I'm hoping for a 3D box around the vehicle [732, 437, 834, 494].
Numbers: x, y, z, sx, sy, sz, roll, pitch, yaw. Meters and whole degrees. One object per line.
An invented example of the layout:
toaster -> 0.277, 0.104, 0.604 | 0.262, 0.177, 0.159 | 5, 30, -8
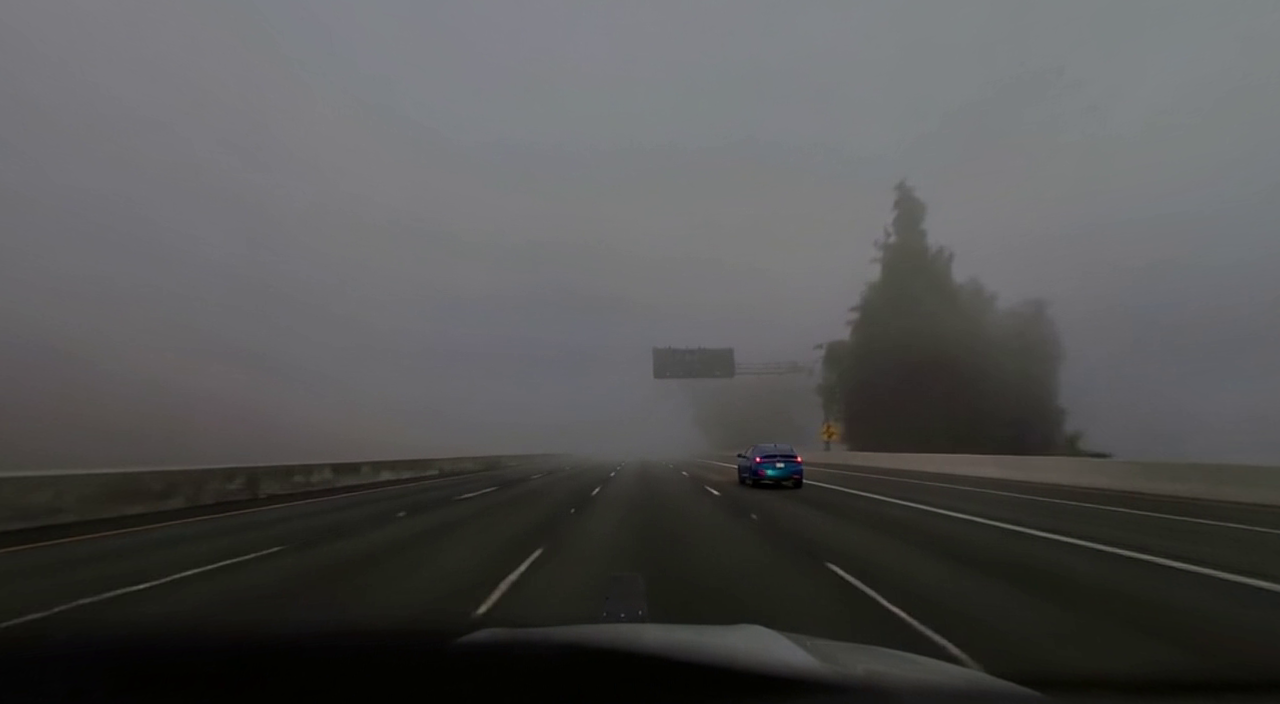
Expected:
vehicle -> 4.165, 3.387, 19.148 | 2.033, 1.501, 4.398 | 0, -9, -1
